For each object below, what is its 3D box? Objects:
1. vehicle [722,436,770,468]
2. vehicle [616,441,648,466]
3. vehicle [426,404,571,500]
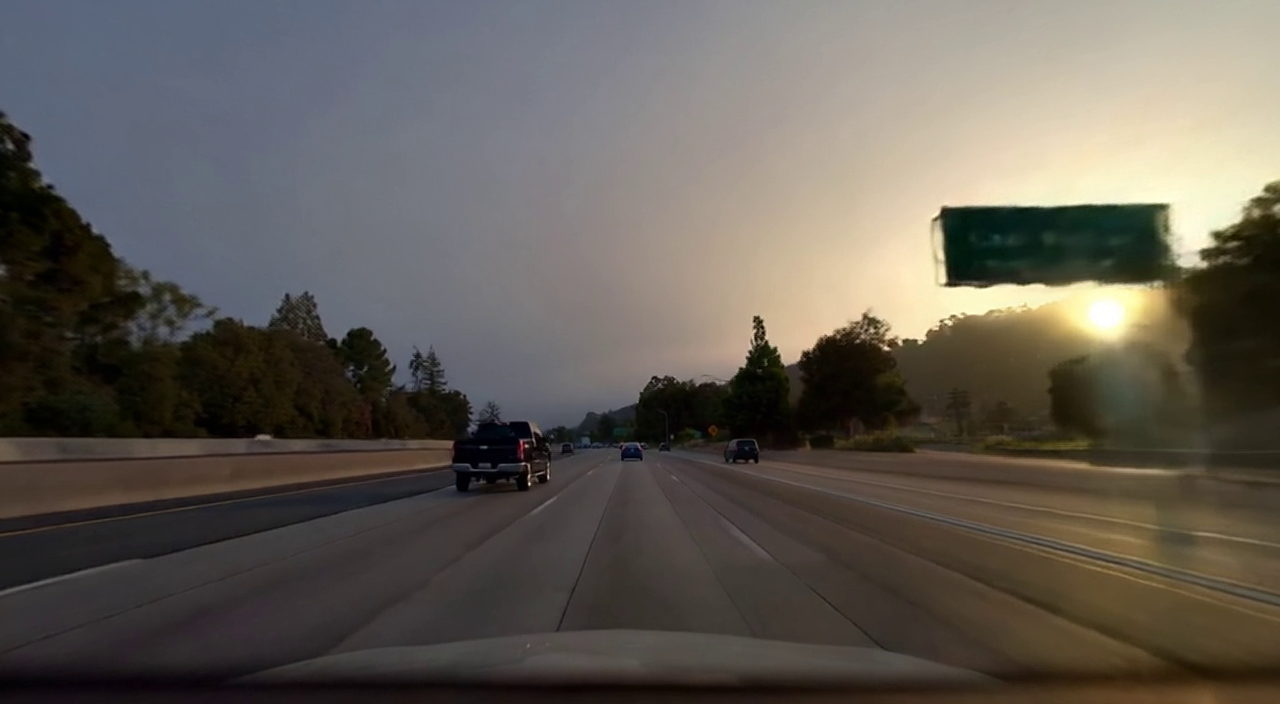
[{"bbox_3d":[6.830,6.528,41.262,2.103,1.898,5.310,0,-9,-1],"label":"vehicle"},{"bbox_3d":[-0.565,7.089,44.154,2.157,1.642,4.189,0,-9,-1],"label":"vehicle"},{"bbox_3d":[-3.575,2.738,17.539,2.592,2.179,6.034,0,-9,0],"label":"vehicle"}]
